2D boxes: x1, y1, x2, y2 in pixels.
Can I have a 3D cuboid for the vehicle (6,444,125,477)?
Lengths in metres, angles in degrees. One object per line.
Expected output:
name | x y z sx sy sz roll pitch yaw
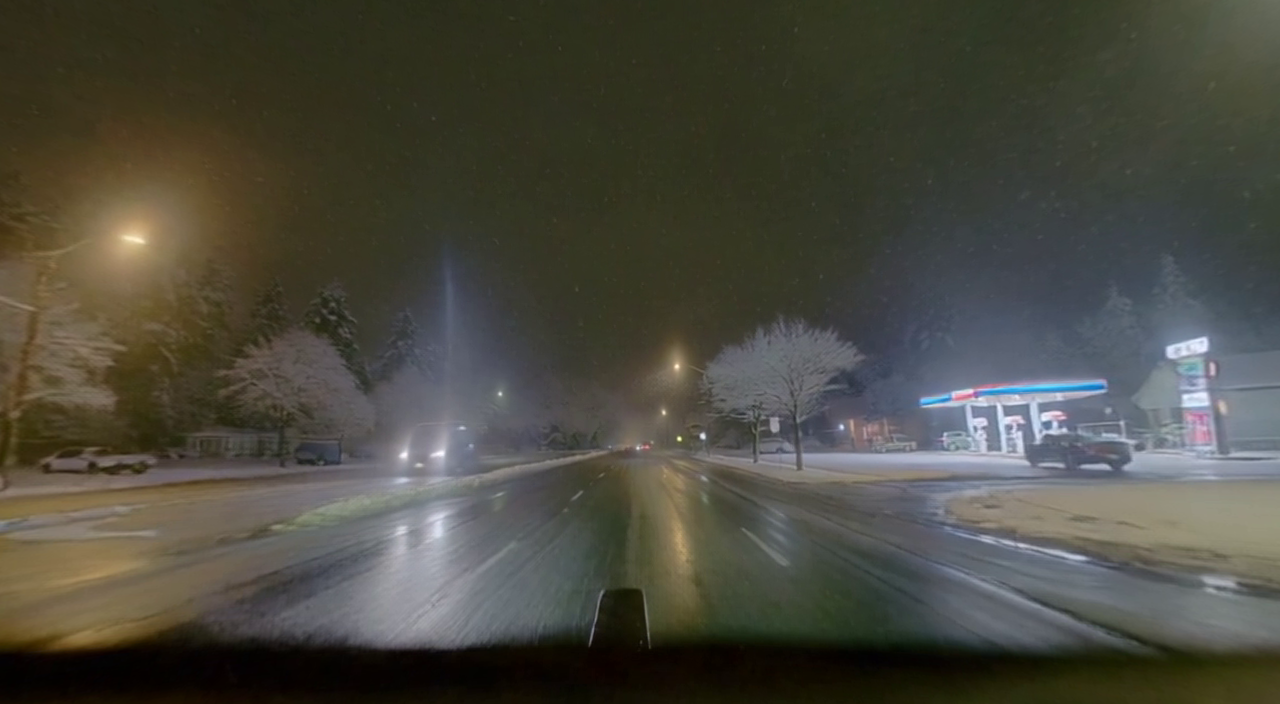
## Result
vehicle | -30.926 5.812 34.106 4.290 1.701 2.002 0 -8 -4

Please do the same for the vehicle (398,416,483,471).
vehicle | -12.195 5.684 39.282 2.931 3.122 6.555 0 -8 1

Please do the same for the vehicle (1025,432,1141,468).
vehicle | 19.316 4.293 27.825 1.994 1.452 4.227 0 -8 0
